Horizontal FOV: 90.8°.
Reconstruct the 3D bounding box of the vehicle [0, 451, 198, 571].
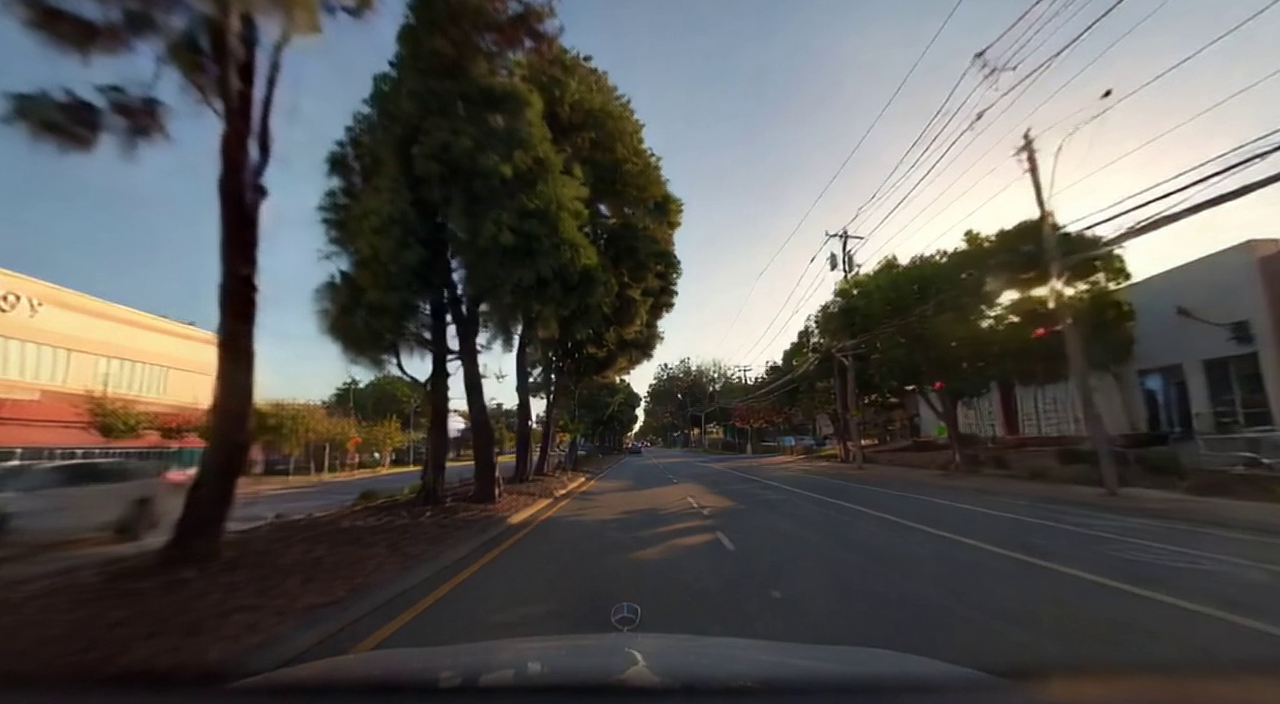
[{"bbox_3d":[-9.183,2.250,9.325,1.900,1.488,4.675,0,-8,0],"label":"vehicle"}]
